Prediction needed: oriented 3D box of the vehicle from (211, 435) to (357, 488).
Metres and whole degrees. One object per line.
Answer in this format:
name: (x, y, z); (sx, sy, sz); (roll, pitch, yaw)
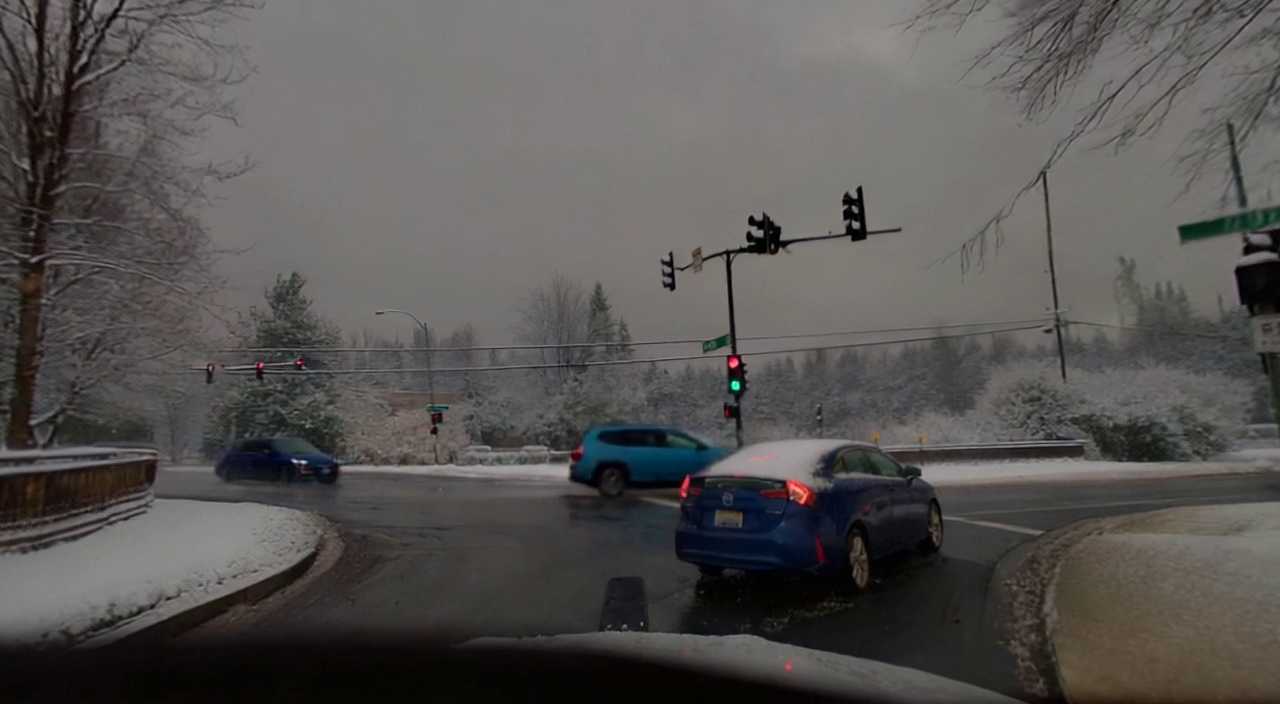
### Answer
vehicle: (-11.402, 3.445, 20.098); (4.826, 1.484, 2.000); (-6, -10, 33)

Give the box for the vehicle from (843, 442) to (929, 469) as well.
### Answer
vehicle: (13.833, 5.795, 35.420); (4.457, 1.429, 1.862); (4, -9, -26)

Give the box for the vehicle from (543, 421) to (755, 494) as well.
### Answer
vehicle: (0.207, 2.848, 17.156); (5.332, 1.807, 2.450); (0, -8, -2)

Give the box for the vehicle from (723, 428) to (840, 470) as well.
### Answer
vehicle: (7.351, 5.051, 32.578); (5.791, 1.964, 2.199); (5, -10, -27)

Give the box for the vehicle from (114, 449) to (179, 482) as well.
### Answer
vehicle: (-24.476, 5.544, 31.162); (1.953, 1.462, 4.589); (8, -11, -43)
